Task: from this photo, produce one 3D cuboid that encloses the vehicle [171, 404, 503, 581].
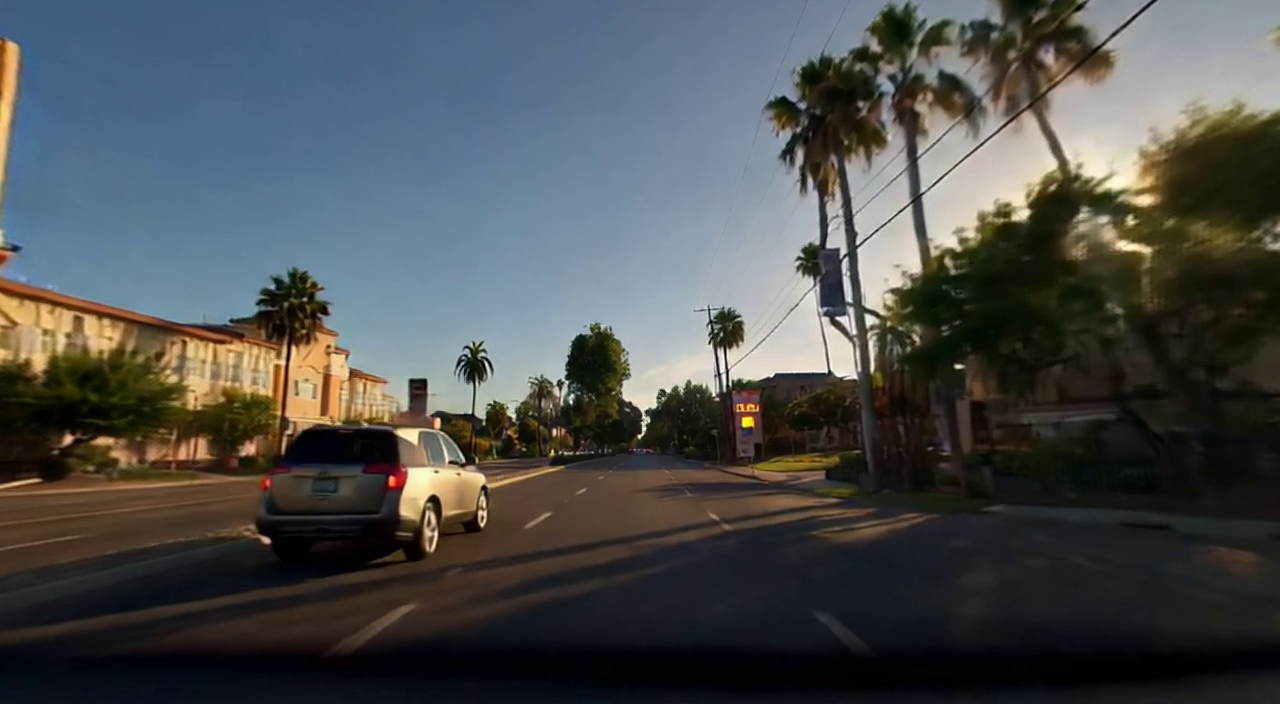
[{"bbox_3d":[-3.452,1.706,8.501,2.062,1.693,4.669,0,-9,1],"label":"vehicle"}]
